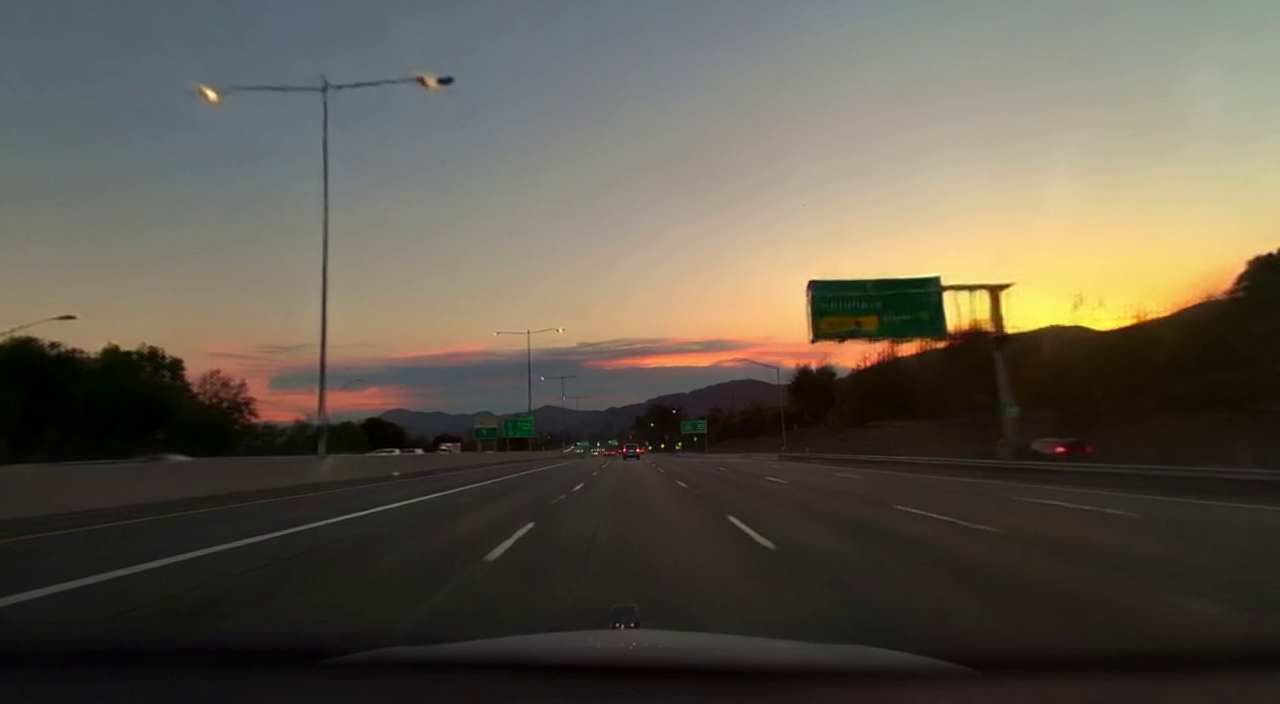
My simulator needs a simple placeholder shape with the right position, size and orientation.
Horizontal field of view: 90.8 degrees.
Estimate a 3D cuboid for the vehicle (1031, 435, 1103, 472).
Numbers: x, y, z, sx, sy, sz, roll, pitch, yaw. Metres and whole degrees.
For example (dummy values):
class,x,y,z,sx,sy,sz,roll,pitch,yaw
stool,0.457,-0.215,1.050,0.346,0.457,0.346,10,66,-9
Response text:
class,x,y,z,sx,sy,sz,roll,pitch,yaw
vehicle,24.915,5.852,36.714,2.669,1.972,6.141,-7,-11,39
